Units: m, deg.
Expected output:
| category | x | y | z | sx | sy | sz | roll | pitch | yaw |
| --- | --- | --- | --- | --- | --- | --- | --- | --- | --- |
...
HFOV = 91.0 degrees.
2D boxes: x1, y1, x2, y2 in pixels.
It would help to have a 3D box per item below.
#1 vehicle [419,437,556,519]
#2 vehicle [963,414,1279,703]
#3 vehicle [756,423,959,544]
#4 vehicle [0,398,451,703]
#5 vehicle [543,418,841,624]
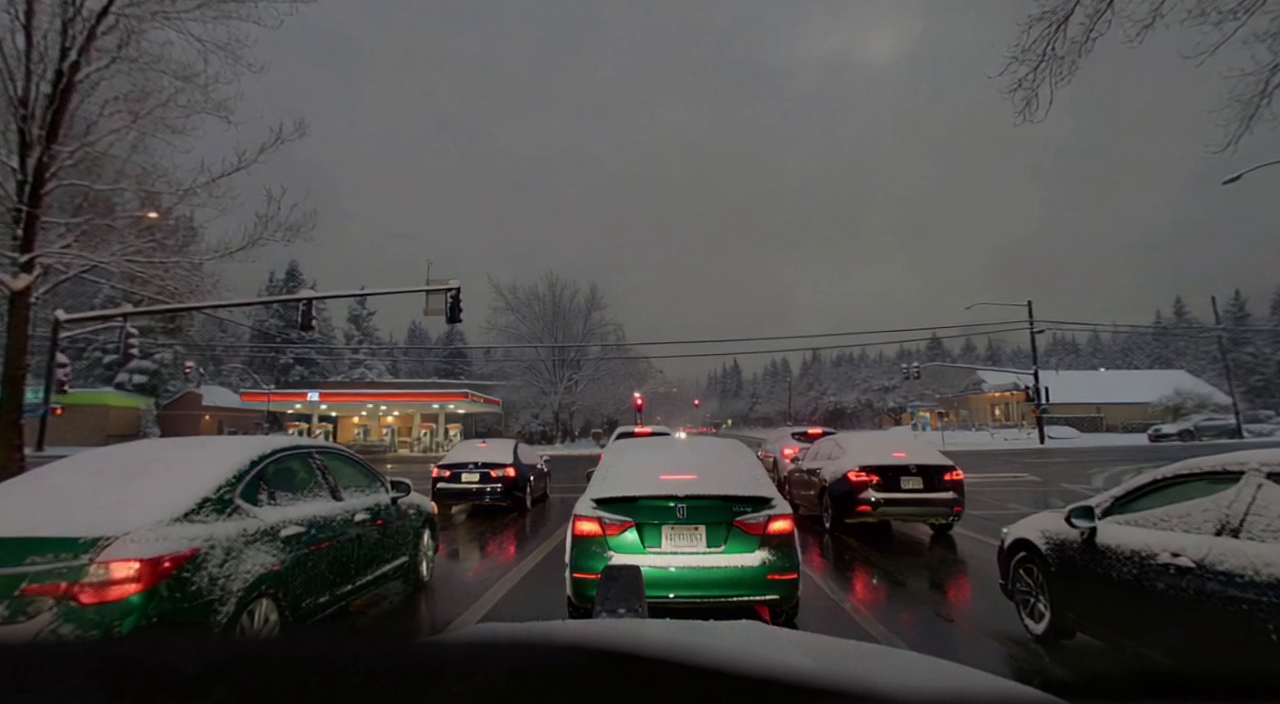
| category | x | y | z | sx | sy | sz | roll | pitch | yaw |
| --- | --- | --- | --- | --- | --- | --- | --- | --- | --- |
| vehicle | -3.076 | 2.638 | 13.687 | 1.867 | 1.474 | 4.237 | 0 | -9 | 1 |
| vehicle | 4.169 | 1.136 | 3.630 | 1.950 | 1.497 | 4.686 | 0 | -9 | -3 |
| vehicle | 3.383 | 2.125 | 10.780 | 1.947 | 1.630 | 4.127 | 0 | -9 | 0 |
| vehicle | -3.012 | 1.250 | 4.601 | 1.887 | 1.493 | 4.255 | 0 | -9 | 1 |
| vehicle | 0.334 | 1.583 | 6.924 | 2.220 | 1.507 | 4.317 | 0 | -9 | -2 |
